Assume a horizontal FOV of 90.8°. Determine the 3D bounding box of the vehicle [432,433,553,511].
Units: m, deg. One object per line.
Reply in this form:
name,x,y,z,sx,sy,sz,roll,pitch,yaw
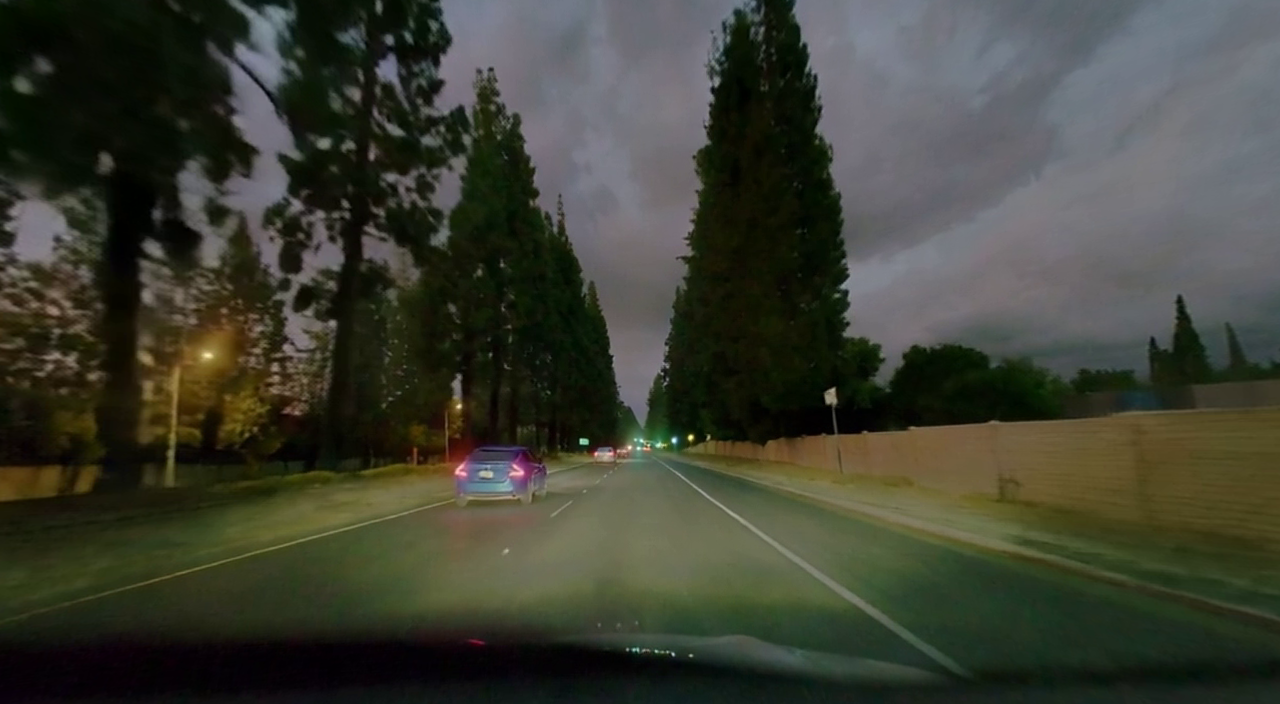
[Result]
vehicle,-3.477,2.925,15.832,1.919,1.650,4.546,0,-9,0
